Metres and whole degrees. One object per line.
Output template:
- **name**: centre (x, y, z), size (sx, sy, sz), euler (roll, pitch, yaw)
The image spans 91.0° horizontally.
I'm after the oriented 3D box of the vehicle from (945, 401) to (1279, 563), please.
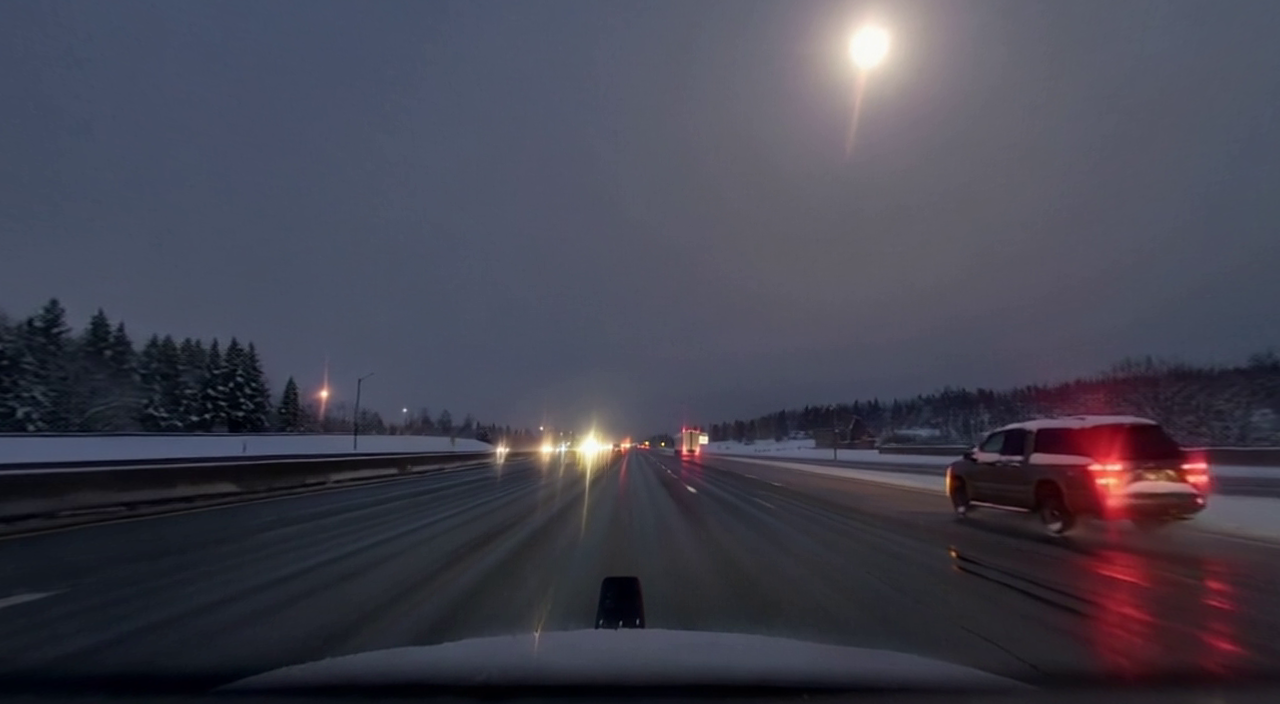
- **vehicle**: centre (6.741, 1.773, 9.294), size (2.096, 1.767, 4.601), euler (0, -9, 0)
